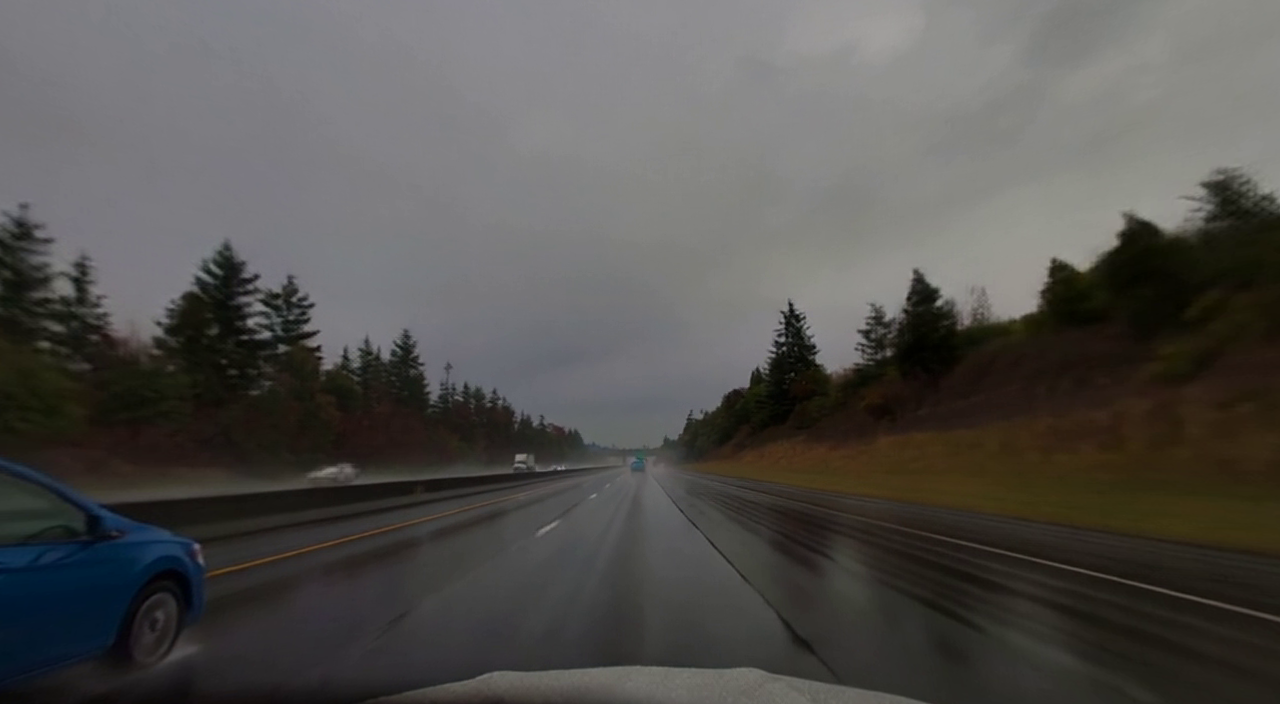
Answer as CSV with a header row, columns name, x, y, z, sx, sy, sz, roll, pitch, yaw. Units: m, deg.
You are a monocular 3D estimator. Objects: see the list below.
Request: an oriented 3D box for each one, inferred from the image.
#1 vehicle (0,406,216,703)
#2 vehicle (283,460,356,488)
name,x,y,z,sx,sy,sz,roll,pitch,yaw
vehicle,-3.187,0.717,0.956,2.016,1.506,4.387,1,-11,-1
vehicle,-18.645,7.127,36.905,1.838,1.452,4.566,1,-11,1
